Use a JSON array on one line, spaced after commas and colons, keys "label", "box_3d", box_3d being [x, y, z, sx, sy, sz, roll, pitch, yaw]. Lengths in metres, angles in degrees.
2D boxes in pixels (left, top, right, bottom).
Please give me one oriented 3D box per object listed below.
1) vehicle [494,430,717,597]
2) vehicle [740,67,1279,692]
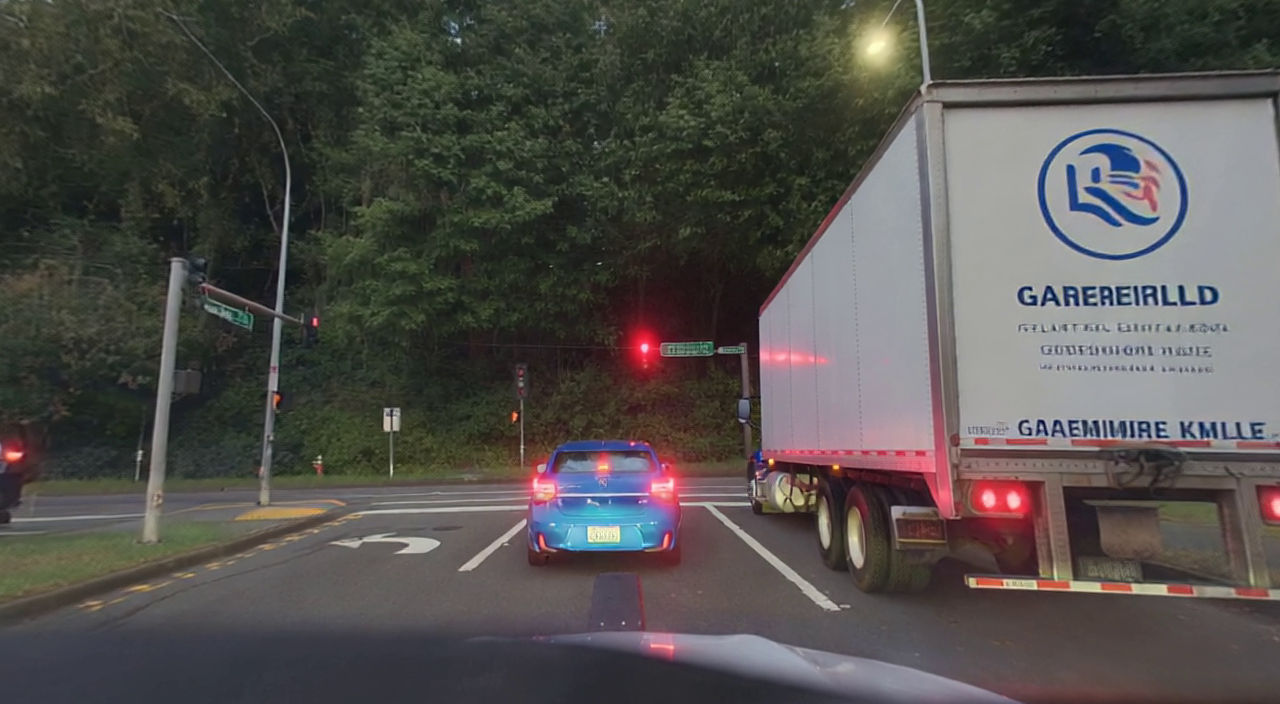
[{"label": "vehicle", "box_3d": [-0.348, 1.710, 7.434, 1.975, 1.457, 3.526, 0, -9, -1]}, {"label": "vehicle", "box_3d": [3.503, 0.774, 8.601, 2.884, 3.753, 9.763, 0, -9, 2]}]
